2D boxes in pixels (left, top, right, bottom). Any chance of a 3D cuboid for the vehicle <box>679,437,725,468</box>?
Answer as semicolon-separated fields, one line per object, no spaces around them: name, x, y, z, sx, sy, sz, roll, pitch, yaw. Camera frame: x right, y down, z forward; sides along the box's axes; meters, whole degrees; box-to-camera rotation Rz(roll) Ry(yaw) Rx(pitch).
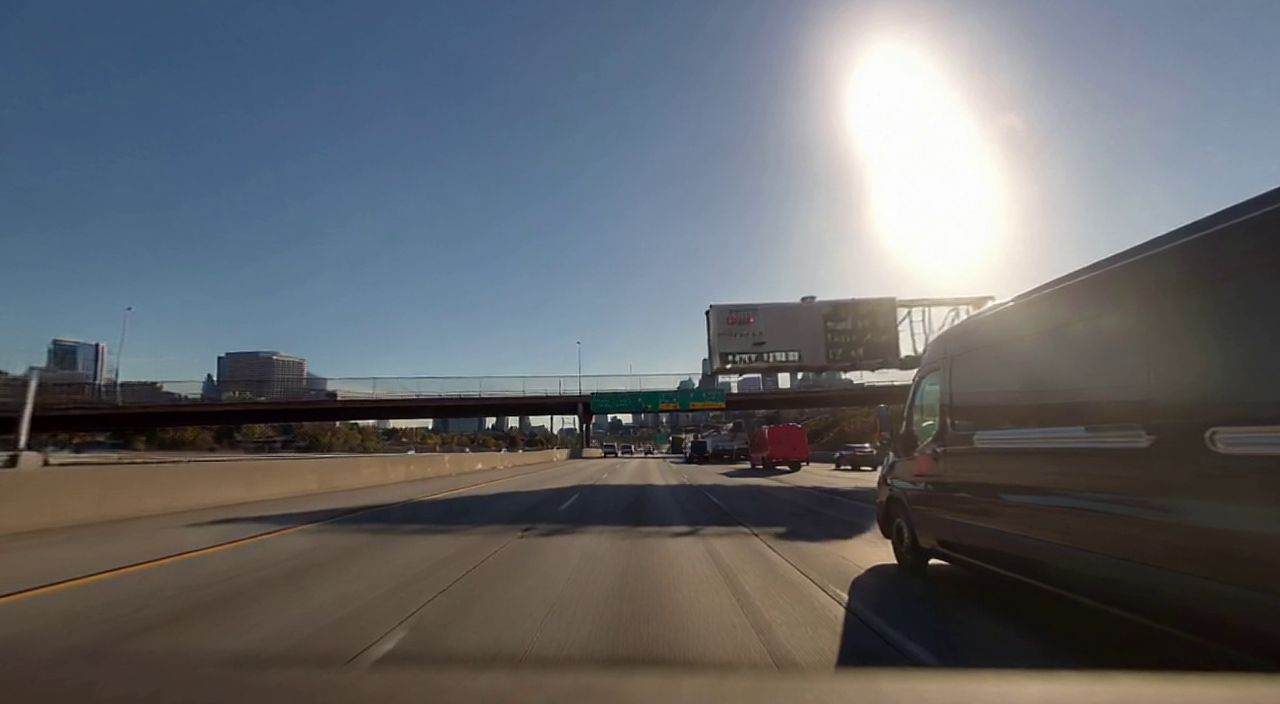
vehicle;4.045;6.738;42.484;2.464;1.961;5.520;0;-8;-1

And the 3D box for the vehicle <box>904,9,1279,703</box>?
vehicle;3.304;0.152;1.265;2.436;2.745;7.034;0;-8;0

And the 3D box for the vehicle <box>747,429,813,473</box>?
vehicle;7.462;5.353;34.290;2.301;2.203;5.419;0;-8;-1
